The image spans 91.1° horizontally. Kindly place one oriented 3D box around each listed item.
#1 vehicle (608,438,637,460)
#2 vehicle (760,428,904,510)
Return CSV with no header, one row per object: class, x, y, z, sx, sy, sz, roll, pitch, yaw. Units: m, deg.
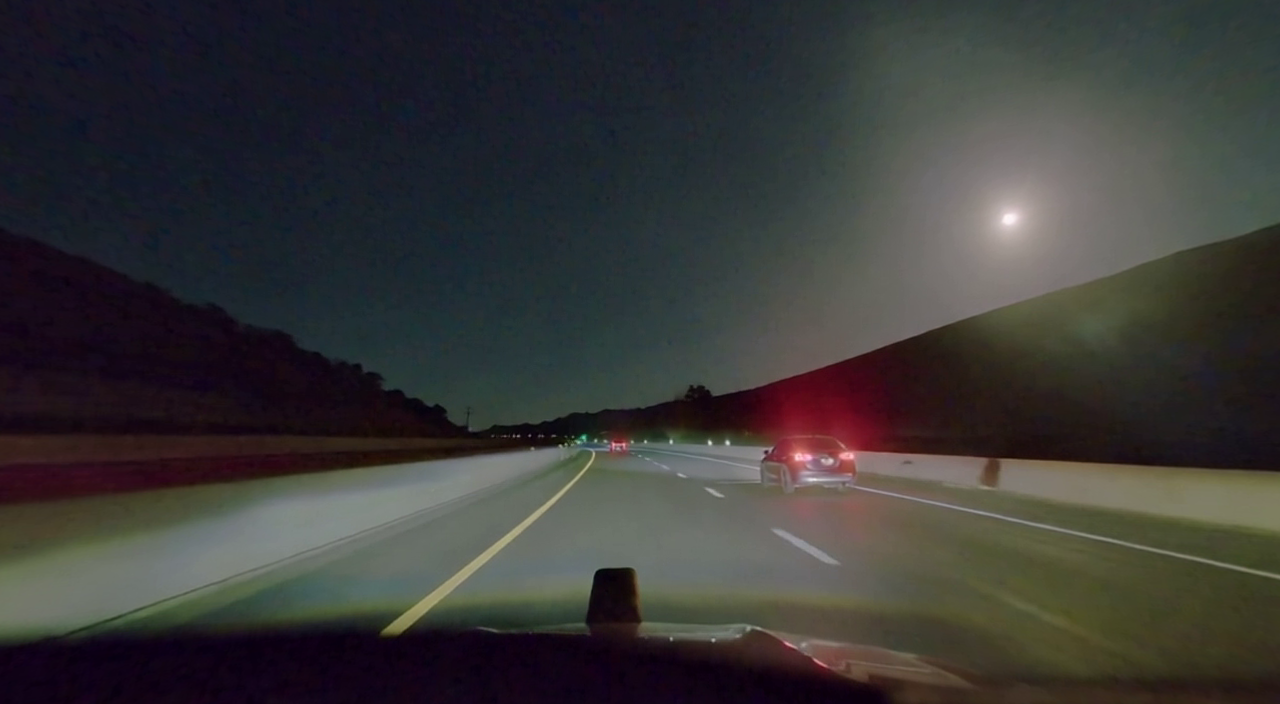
vehicle,-1.286,6.960,45.262,1.998,1.512,3.735,0,-8,-3
vehicle,3.945,2.447,13.600,1.852,1.513,3.652,0,-8,-2
